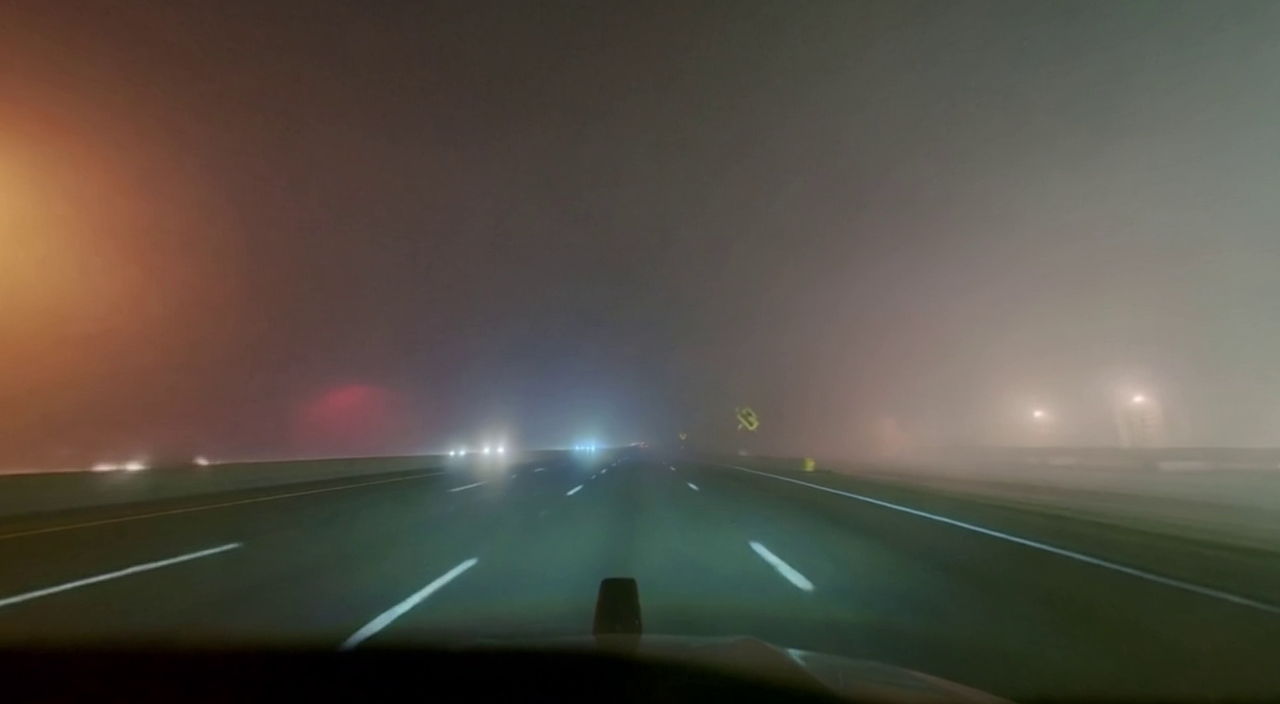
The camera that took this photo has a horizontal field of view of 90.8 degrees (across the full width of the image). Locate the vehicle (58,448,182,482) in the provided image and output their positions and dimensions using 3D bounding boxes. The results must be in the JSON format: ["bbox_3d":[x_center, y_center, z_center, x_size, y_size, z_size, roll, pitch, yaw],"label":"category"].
[{"bbox_3d":[-25.149,5.473,30.818,1.914,1.490,4.796,0,-8,1],"label":"vehicle"}]
